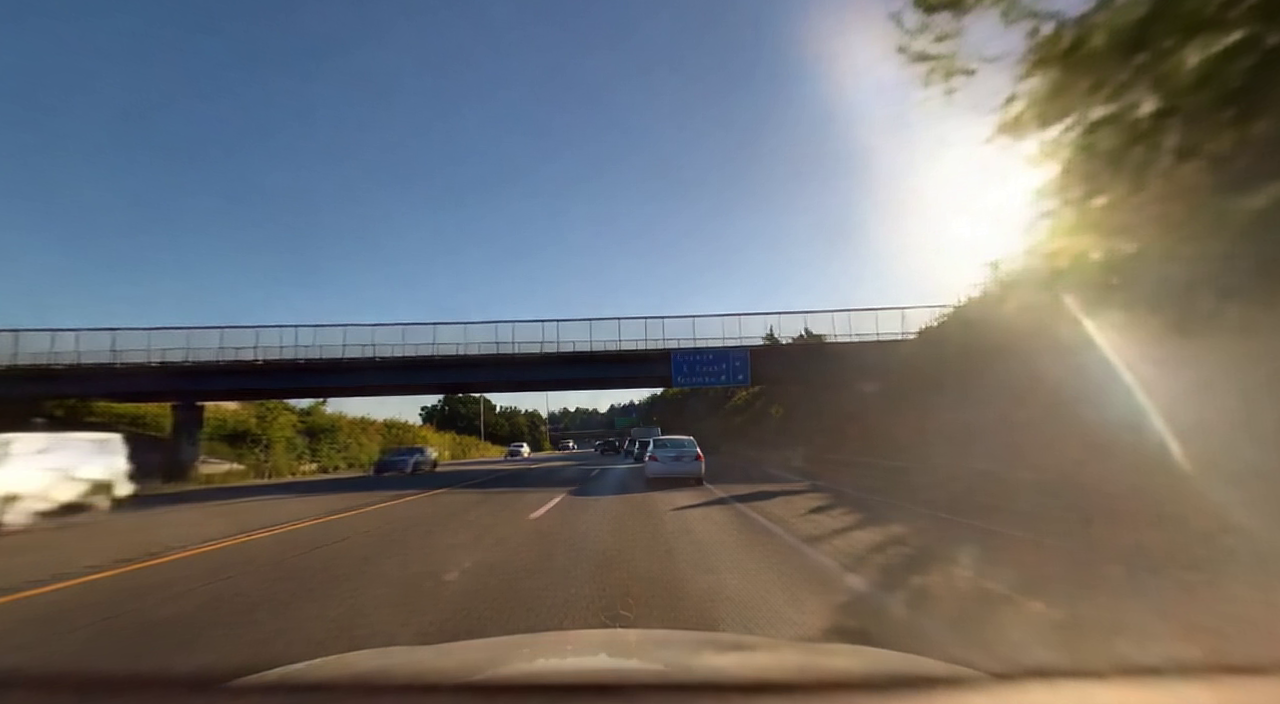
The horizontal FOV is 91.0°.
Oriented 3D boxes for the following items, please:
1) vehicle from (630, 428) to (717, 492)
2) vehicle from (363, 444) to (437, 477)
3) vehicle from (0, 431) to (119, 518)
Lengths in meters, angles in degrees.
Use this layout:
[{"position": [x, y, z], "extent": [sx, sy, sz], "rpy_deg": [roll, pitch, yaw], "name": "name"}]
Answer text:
[{"position": [0.842, 3.105, 18.511], "extent": [2.092, 1.636, 4.024], "rpy_deg": [0, -8, -4], "name": "vehicle"}, {"position": [-11.709, 5.289, 31.033], "extent": [1.925, 1.458, 4.438], "rpy_deg": [0, -8, 0], "name": "vehicle"}, {"position": [-14.999, 2.663, 13.668], "extent": [2.454, 1.868, 5.753], "rpy_deg": [-1, -8, 0], "name": "vehicle"}]
